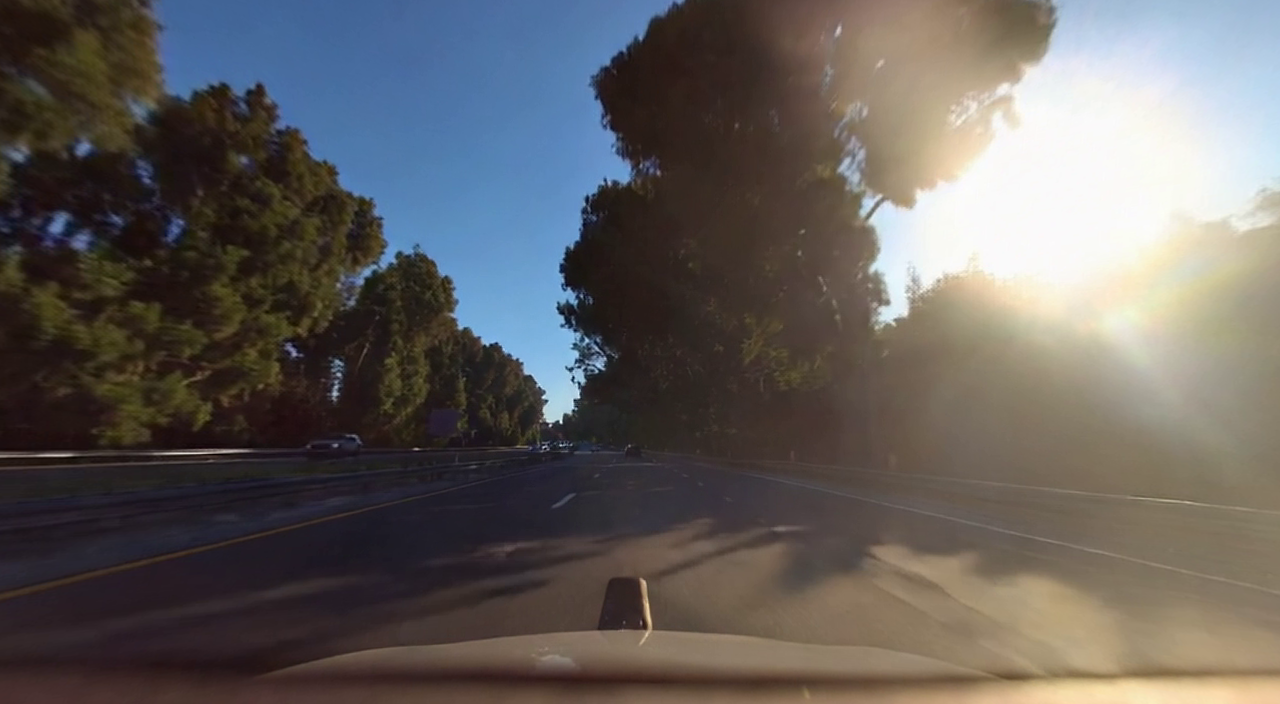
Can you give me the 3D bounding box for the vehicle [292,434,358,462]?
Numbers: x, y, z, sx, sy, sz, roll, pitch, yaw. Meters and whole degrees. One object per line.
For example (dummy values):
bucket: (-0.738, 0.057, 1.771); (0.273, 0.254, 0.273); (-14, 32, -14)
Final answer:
vehicle: (-22.368, 6.874, 44.998); (2.119, 1.902, 4.984); (0, -9, 0)
